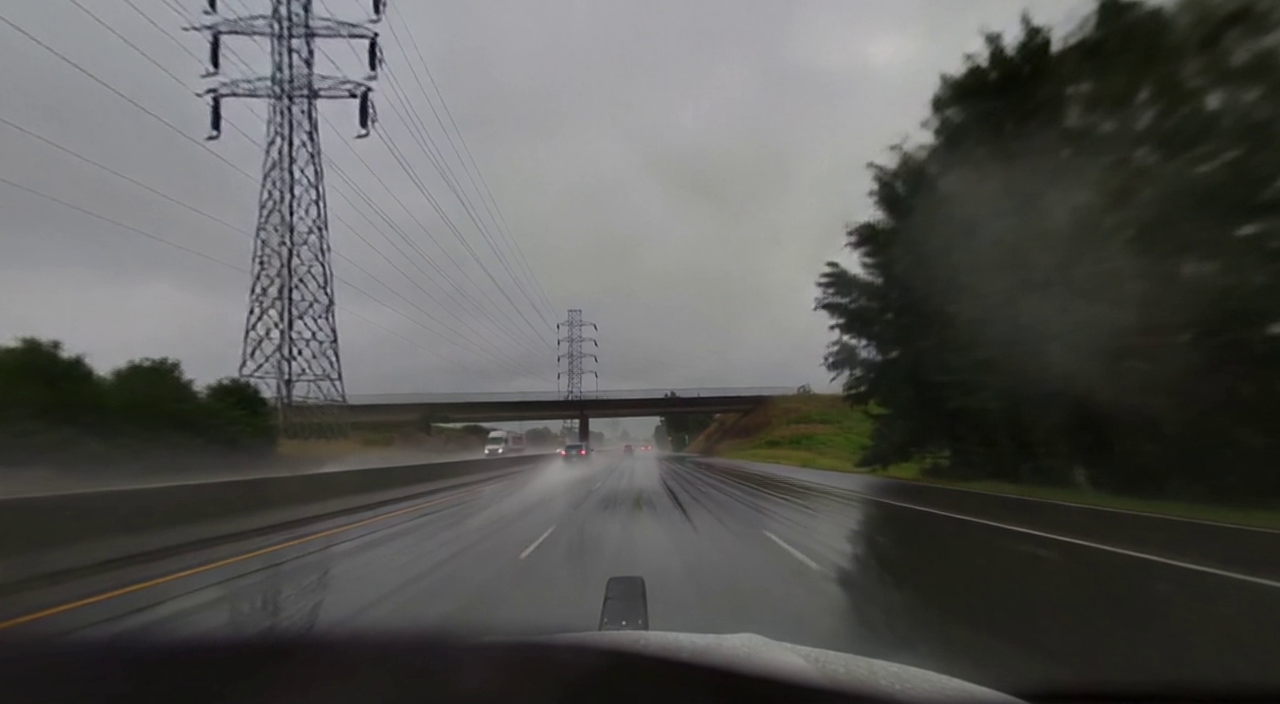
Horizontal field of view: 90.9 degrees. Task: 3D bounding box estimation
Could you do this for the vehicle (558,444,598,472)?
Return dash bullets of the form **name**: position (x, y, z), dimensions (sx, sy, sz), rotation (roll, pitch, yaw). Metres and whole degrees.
- **vehicle**: position (-3.656, 6.333, 37.666), dimensions (1.924, 1.550, 4.165), rotation (0, -9, 0)
